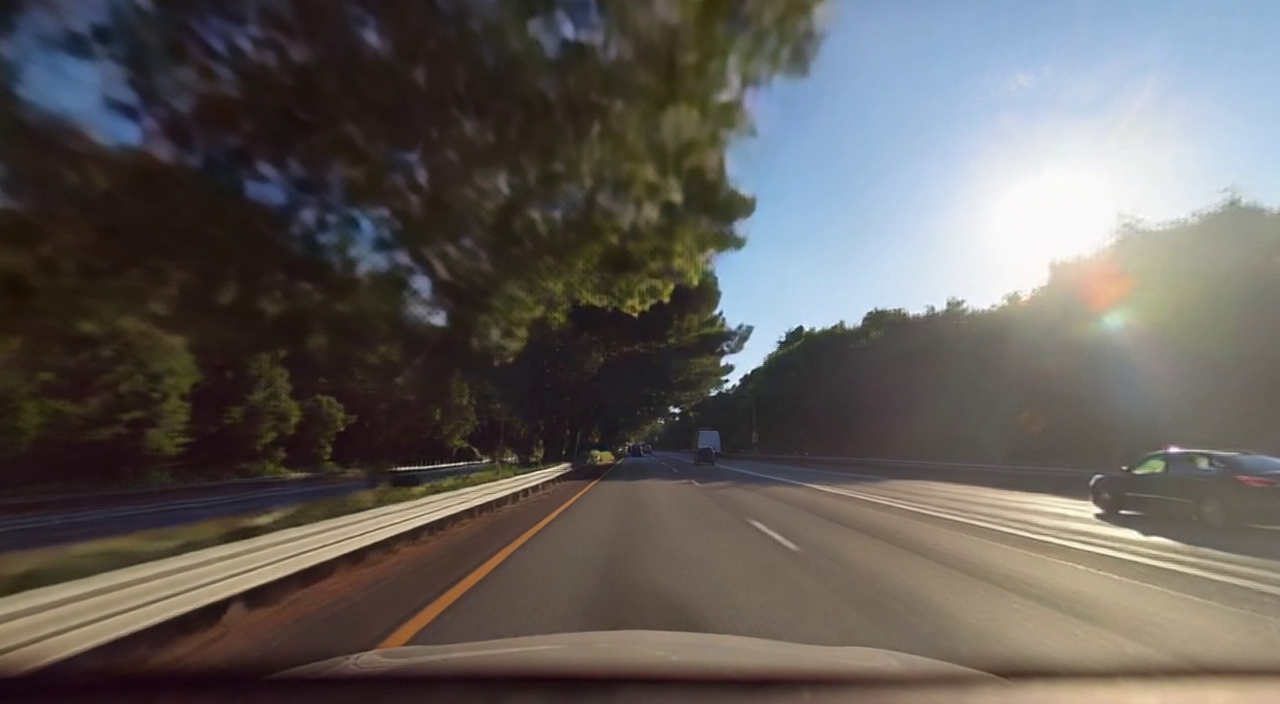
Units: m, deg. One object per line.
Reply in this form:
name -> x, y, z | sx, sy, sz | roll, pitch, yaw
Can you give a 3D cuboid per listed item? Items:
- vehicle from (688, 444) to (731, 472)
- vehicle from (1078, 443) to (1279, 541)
vehicle -> 4.258, 6.531, 39.039 | 2.058, 1.605, 4.116 | 0, -9, -2
vehicle -> 10.024, 2.317, 11.000 | 1.926, 1.386, 3.719 | 0, -9, -3
